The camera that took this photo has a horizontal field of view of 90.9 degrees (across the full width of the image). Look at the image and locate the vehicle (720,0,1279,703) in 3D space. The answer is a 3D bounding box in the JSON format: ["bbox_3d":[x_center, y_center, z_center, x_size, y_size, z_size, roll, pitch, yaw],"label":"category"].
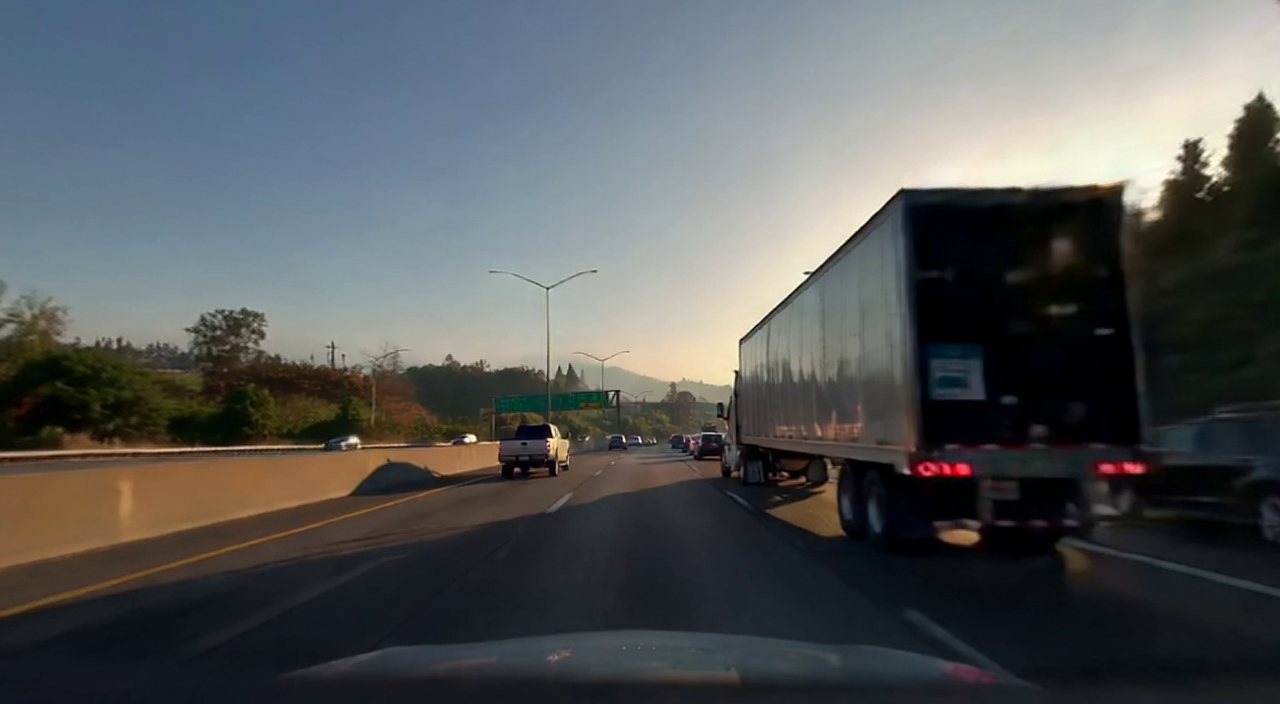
[{"bbox_3d":[3.866,0.772,11.140,2.903,4.190,15.630,0,-8,0],"label":"vehicle"}]

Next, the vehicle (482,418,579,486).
[{"bbox_3d":[-3.033,2.887,18.438,2.006,1.741,4.277,-1,-8,1],"label":"vehicle"}]
